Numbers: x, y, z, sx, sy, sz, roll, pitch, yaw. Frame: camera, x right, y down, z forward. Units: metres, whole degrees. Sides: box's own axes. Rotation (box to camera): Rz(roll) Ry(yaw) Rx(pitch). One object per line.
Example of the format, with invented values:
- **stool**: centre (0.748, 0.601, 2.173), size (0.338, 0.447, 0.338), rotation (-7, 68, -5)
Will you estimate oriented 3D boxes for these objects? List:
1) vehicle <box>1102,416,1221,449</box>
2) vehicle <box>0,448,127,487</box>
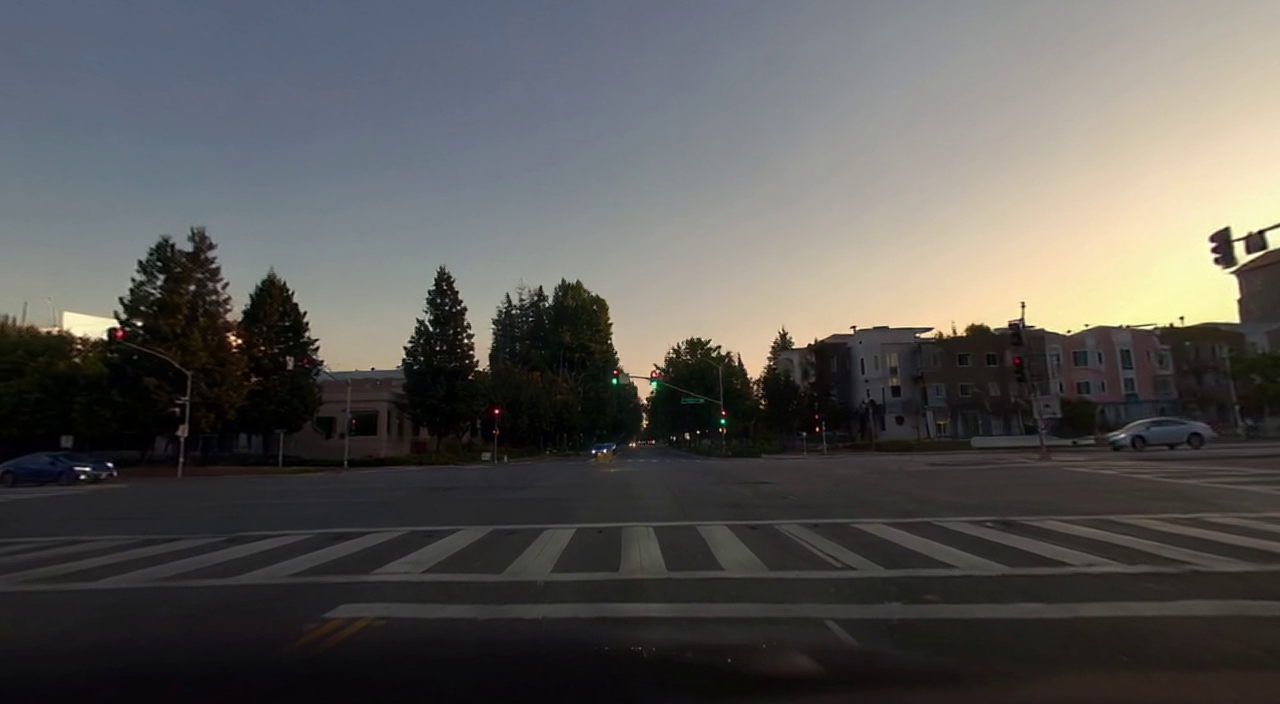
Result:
- **vehicle**: centre (27.440, 4.276, 33.285), size (4.483, 1.691, 1.949), rotation (0, -8, 2)
- **vehicle**: centre (-25.182, 4.964, 27.257), size (4.332, 1.573, 1.900), rotation (0, -8, 3)
